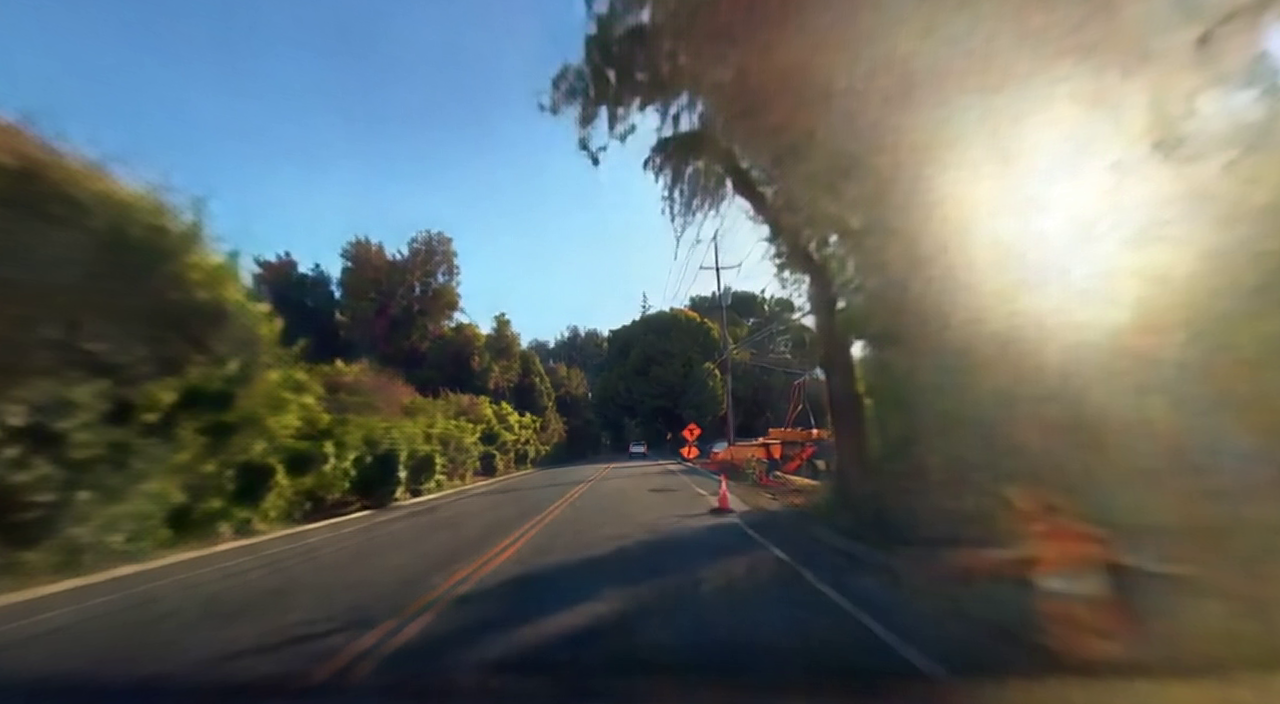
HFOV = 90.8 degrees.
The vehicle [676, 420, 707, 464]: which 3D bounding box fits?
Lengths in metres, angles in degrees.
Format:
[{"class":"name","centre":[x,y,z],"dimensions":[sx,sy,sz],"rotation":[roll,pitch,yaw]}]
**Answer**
[{"class":"vehicle","centre":[3.996,7.012,49.272],"dimensions":[2.374,3.357,1.724],"rotation":[0,-9,4]}]
